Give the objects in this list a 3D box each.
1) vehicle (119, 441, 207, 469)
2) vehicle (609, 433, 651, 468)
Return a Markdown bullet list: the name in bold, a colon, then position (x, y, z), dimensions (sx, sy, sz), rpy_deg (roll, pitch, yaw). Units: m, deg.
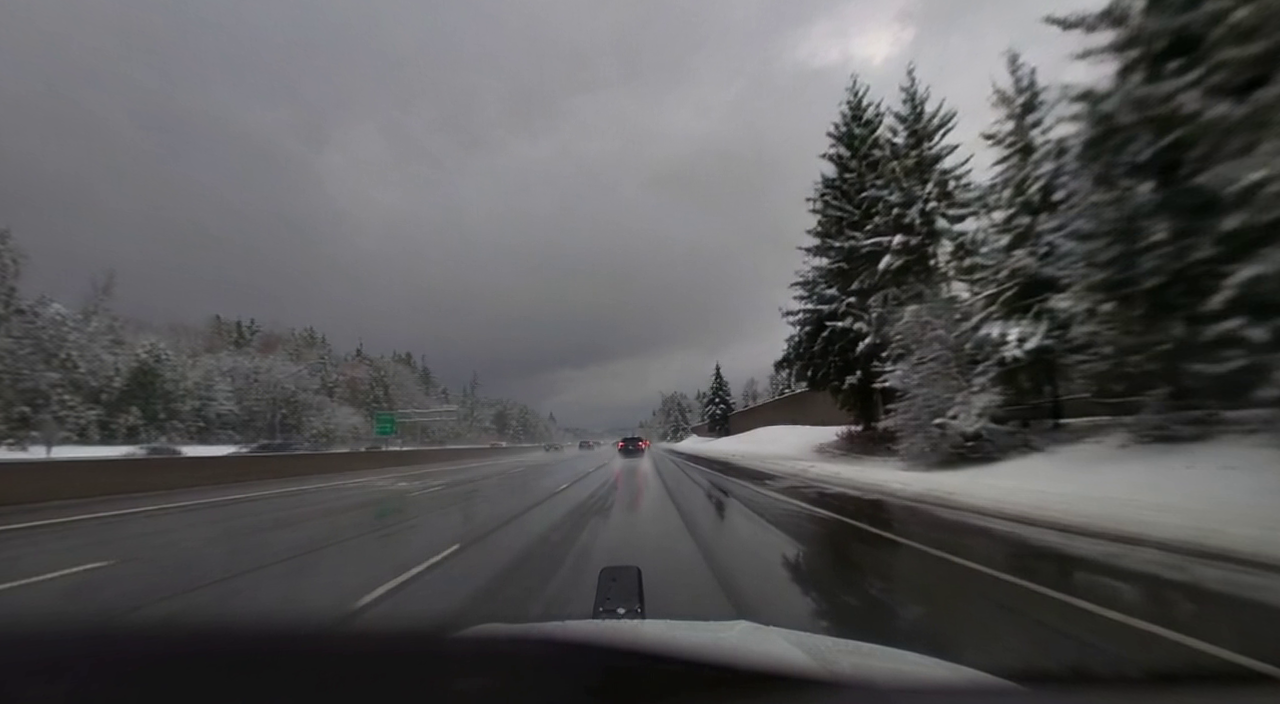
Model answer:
- **vehicle**: position (-29.138, 6.294, 38.635), dimensions (1.853, 1.591, 4.467), rpy_deg (0, -8, 0)
- **vehicle**: position (-0.495, 5.242, 33.688), dimensions (2.141, 1.706, 4.065), rpy_deg (0, -8, 0)
